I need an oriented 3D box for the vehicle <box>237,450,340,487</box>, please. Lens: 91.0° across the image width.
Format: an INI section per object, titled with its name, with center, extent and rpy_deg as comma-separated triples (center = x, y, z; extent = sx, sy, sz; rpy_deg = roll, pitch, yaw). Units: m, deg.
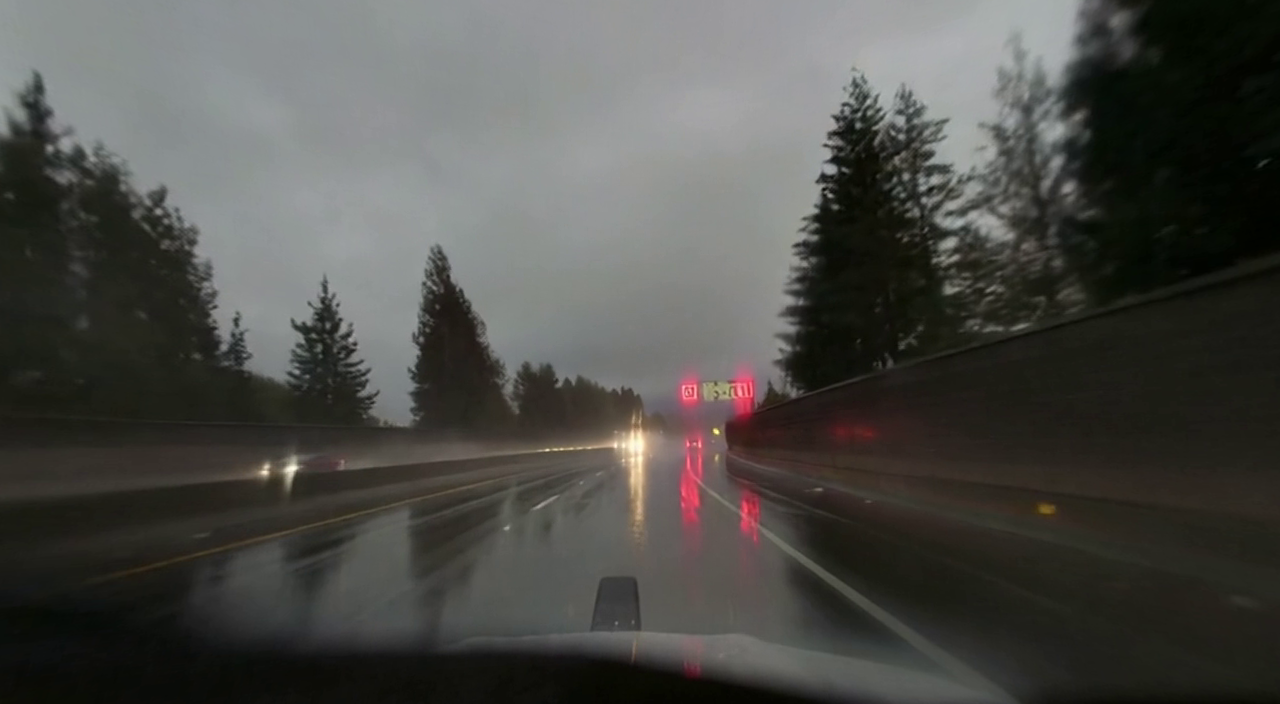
[vehicle]
center = -16.130, 5.342, 29.197
extent = 2.046, 1.468, 4.523
rpy_deg = -1, -8, 2
